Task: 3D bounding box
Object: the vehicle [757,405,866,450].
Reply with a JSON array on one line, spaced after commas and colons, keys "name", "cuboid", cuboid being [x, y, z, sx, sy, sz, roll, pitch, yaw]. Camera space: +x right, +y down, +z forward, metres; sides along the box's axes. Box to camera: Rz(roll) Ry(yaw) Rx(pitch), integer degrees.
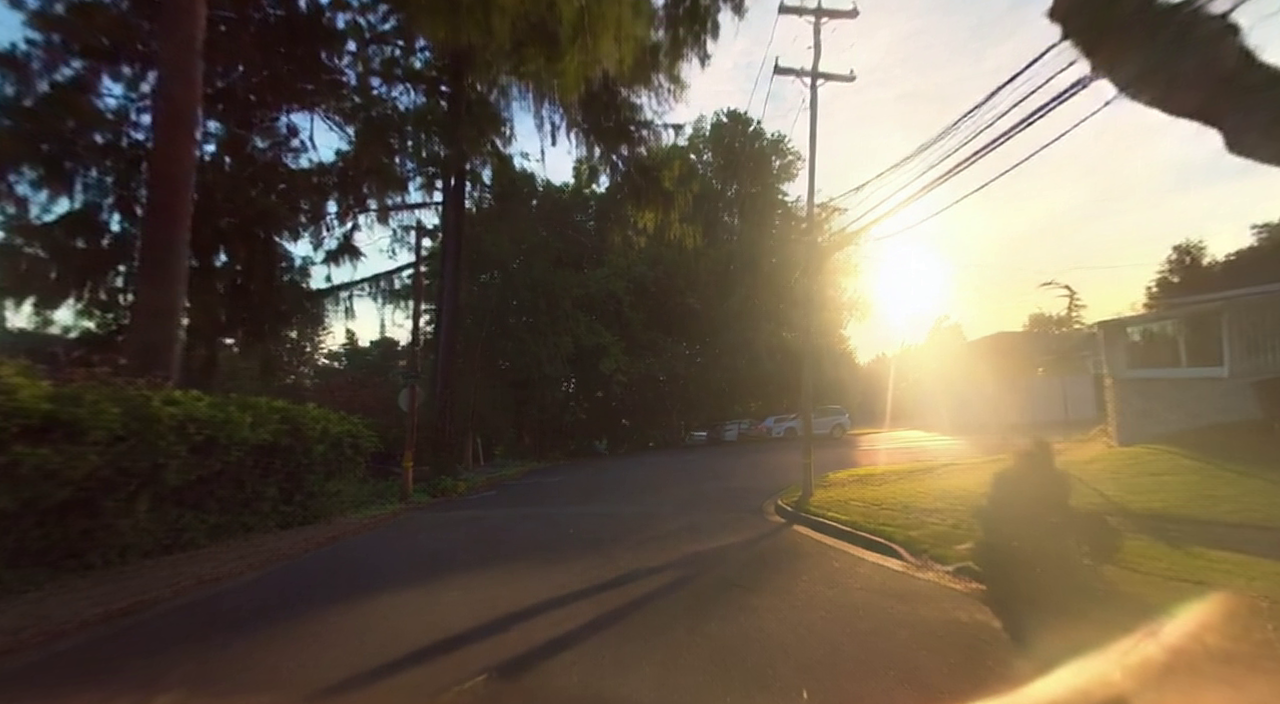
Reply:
[{"name": "vehicle", "cuboid": [8.111, 3.634, 29.858, 4.780, 1.984, 1.896, 4, -9, -23]}]
